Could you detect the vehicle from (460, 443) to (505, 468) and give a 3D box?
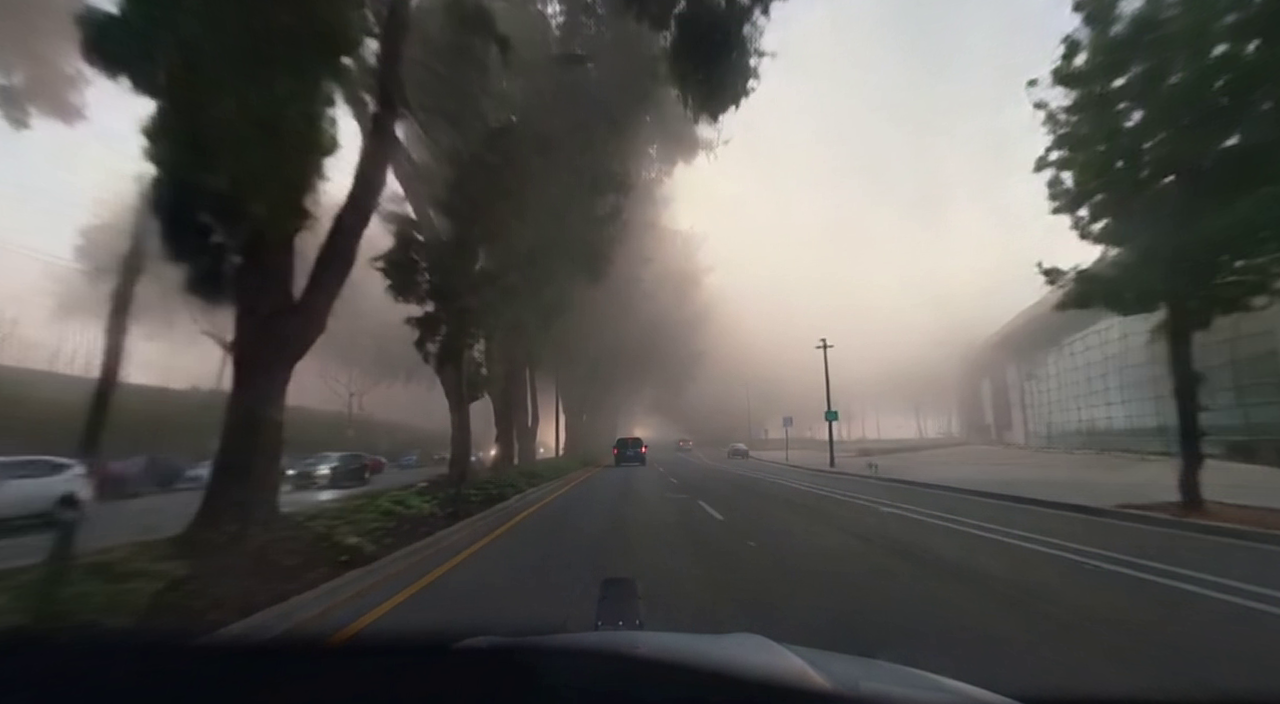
[{"bbox_3d":[-11.152,7.350,44.995,1.994,1.678,4.605,0,-9,0],"label":"vehicle"}]

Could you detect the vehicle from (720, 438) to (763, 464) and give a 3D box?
[{"bbox_3d":[7.390,7.275,46.494,2.364,1.781,4.854,0,-9,0],"label":"vehicle"}]

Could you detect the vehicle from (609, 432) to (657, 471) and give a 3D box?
[{"bbox_3d":[-0.407,5.406,34.365,2.411,1.937,5.186,0,-9,-1],"label":"vehicle"}]

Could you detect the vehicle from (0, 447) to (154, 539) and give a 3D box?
[{"bbox_3d":[-11.223,2.350,10.737,2.013,1.460,4.902,0,-9,0],"label":"vehicle"}]

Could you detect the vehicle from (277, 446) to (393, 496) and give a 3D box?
[{"bbox_3d":[-9.826,3.820,20.795,1.950,1.438,4.343,1,-9,-5],"label":"vehicle"}]
